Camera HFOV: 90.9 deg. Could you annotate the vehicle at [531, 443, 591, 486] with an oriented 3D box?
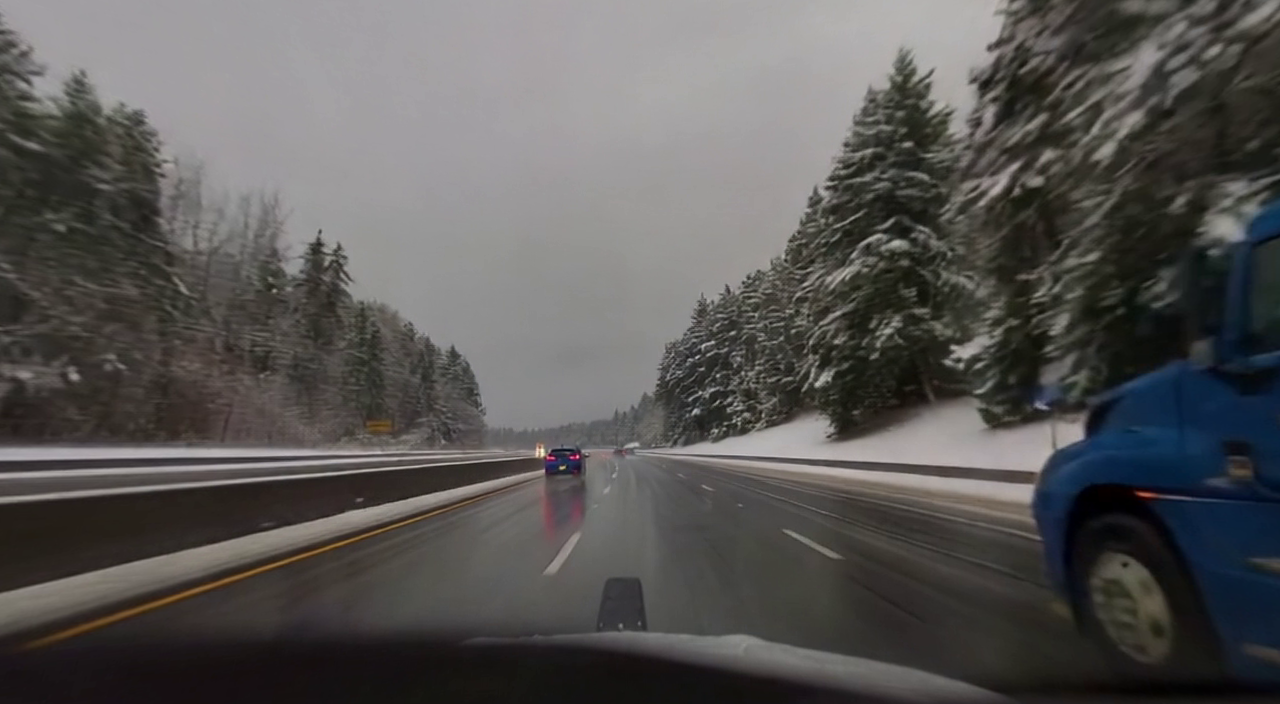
[{"bbox_3d":[-3.307,4.828,27.318,2.115,1.670,4.261,0,-9,-1],"label":"vehicle"}]
